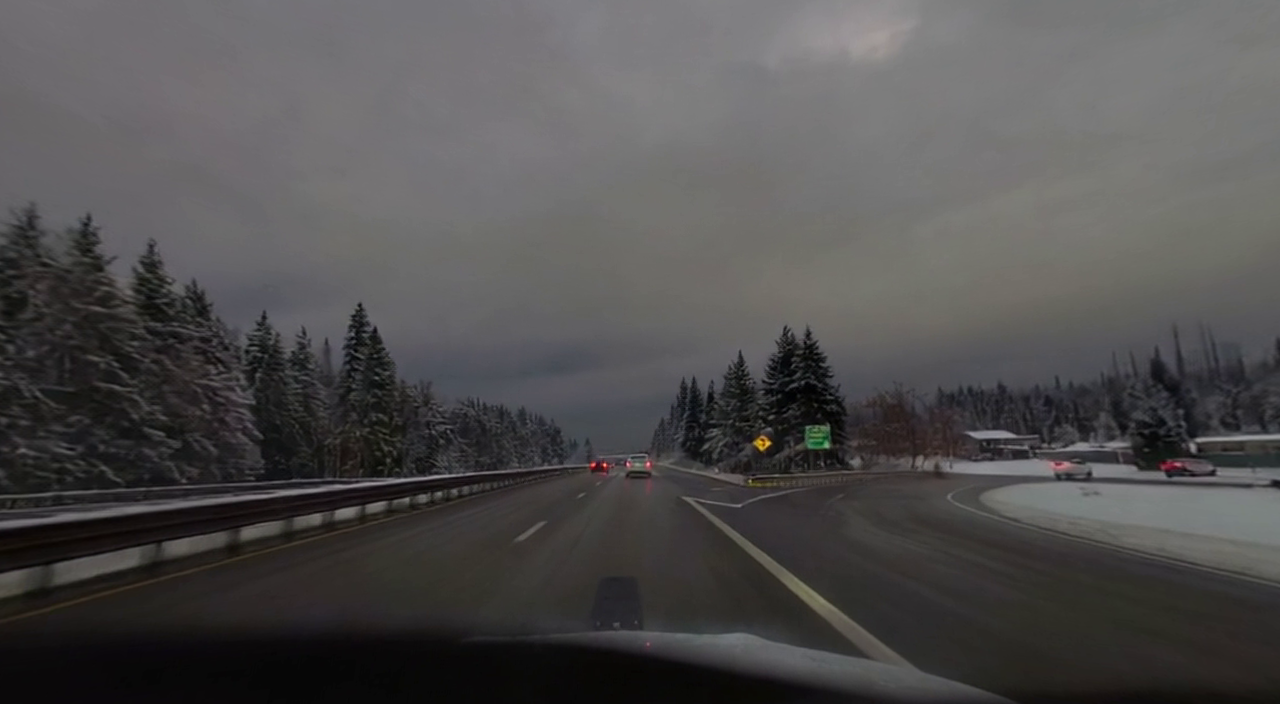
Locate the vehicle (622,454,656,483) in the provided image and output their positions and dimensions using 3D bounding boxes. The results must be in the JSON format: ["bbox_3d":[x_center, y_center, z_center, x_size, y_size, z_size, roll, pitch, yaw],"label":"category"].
[{"bbox_3d":[-0.085,7.454,40.374,2.130,1.684,3.826,0,-9,-1],"label":"vehicle"}]

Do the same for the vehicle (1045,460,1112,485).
[{"bbox_3d":[32.347,8.853,46.406,4.341,1.658,1.965,4,-9,-23],"label":"vehicle"}]
